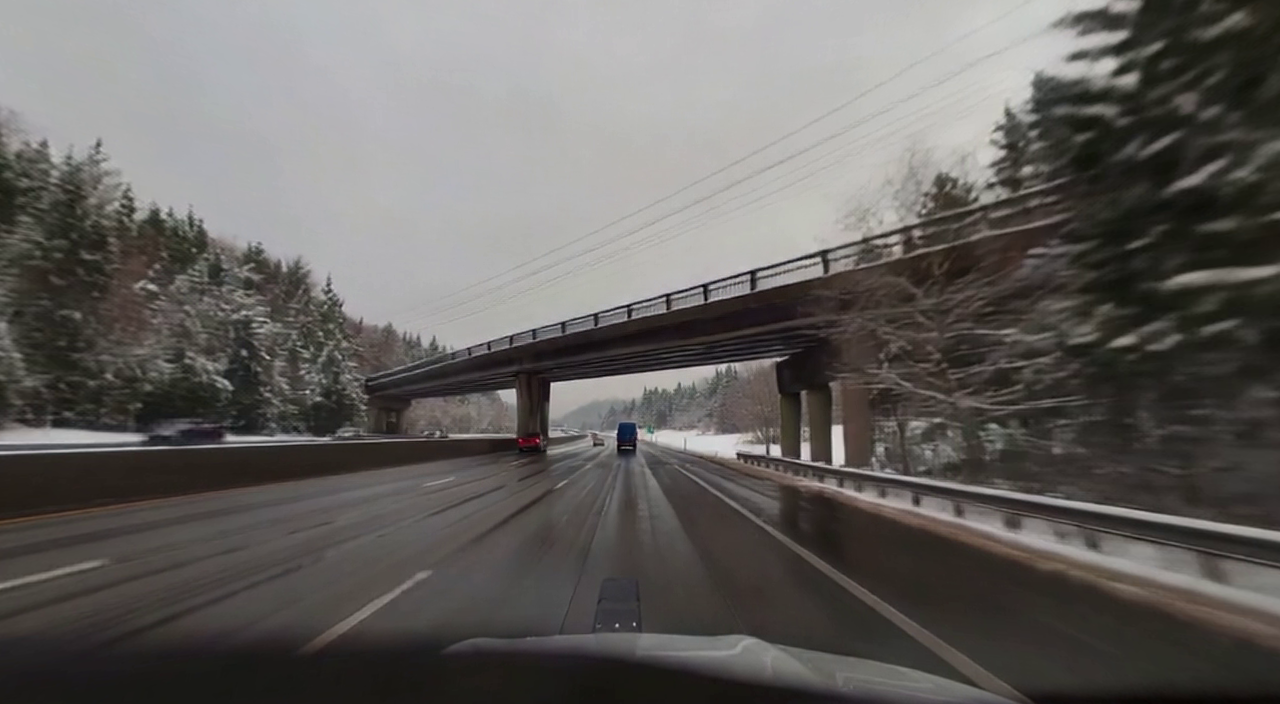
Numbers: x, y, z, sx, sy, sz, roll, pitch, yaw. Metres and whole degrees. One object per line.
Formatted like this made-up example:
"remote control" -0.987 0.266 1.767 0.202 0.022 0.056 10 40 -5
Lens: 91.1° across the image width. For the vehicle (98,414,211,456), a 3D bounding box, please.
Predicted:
"vehicle" -21.169 3.651 27.643 1.782 1.672 3.949 0 -8 -1
